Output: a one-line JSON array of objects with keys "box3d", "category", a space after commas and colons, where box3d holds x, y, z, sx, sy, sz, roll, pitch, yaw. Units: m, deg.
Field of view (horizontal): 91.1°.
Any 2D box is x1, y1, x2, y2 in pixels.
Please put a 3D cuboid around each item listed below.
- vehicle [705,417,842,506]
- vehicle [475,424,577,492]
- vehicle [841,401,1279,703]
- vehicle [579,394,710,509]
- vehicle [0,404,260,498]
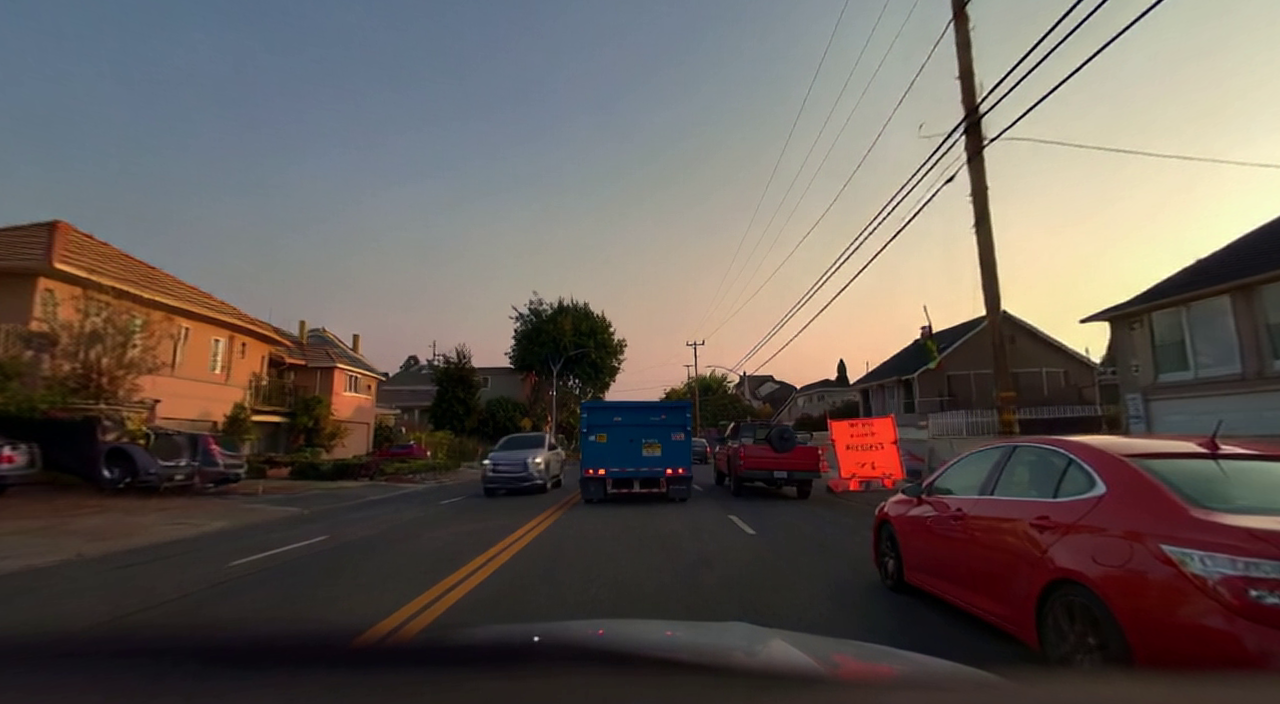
[{"box3d": [3.342, 2.918, 17.185, 2.486, 1.993, 5.667, 0, -8, 0], "category": "vehicle"}, {"box3d": [-3.713, 3.613, 21.777, 2.306, 2.005, 5.773, 0, -8, 1], "category": "vehicle"}, {"box3d": [3.099, 1.239, 4.265, 2.010, 1.499, 4.481, 0, -8, 0], "category": "vehicle"}, {"box3d": [0.119, 2.577, 16.465, 2.751, 2.361, 6.347, 1, -9, 0], "category": "vehicle"}, {"box3d": [-13.422, 2.681, 17.256, 2.475, 2.157, 5.567, 0, -8, -1], "category": "vehicle"}]
